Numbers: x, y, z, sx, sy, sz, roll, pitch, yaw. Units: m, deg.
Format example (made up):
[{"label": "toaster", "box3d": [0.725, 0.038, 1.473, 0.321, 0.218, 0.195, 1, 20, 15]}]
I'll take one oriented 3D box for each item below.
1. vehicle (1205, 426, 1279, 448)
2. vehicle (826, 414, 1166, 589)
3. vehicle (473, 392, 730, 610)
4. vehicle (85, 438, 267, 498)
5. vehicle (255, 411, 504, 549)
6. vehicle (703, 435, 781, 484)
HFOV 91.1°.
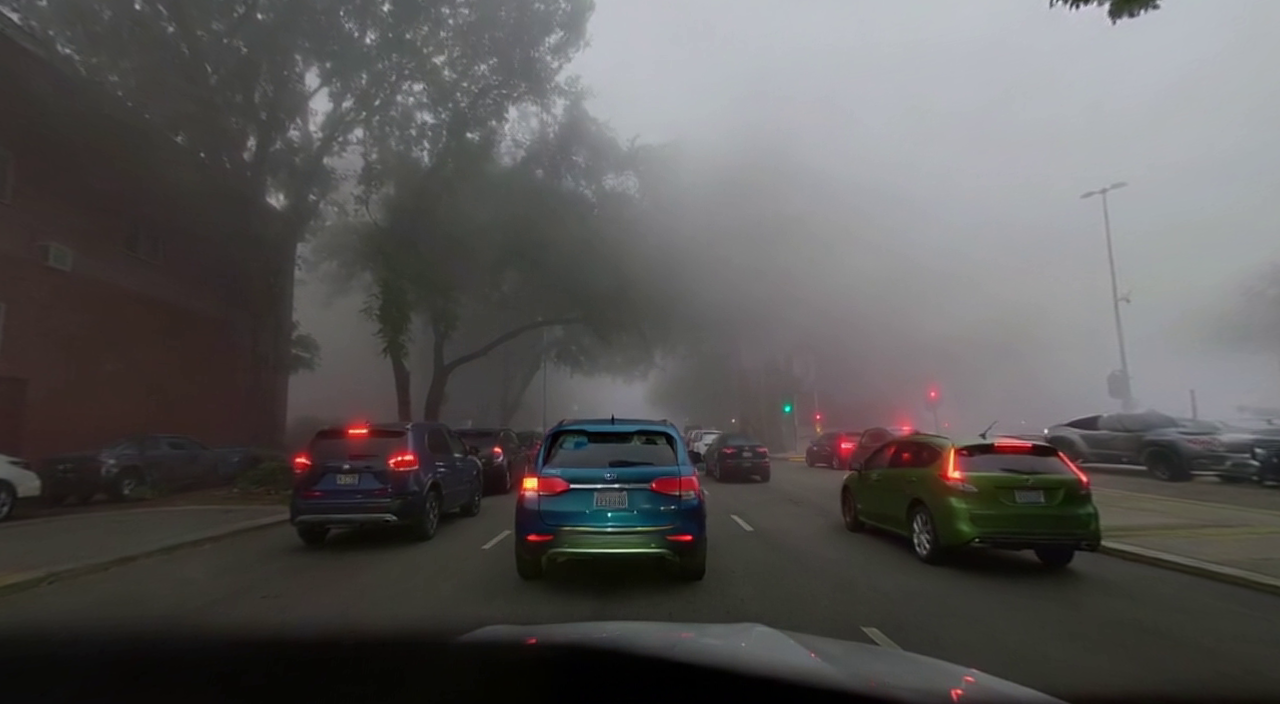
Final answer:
[{"label": "vehicle", "box3d": [44.645, 6.230, 45.820, 4.624, 1.515, 1.754, -4, -9, 24]}, {"label": "vehicle", "box3d": [3.775, 1.629, 7.629, 1.847, 1.554, 3.885, 0, -8, 0]}, {"label": "vehicle", "box3d": [-0.238, 1.471, 7.069, 2.022, 1.700, 4.084, 0, -8, 2]}, {"label": "vehicle", "box3d": [-15.240, 3.803, 21.149, 1.972, 1.759, 5.347, 0, -8, 1]}, {"label": "vehicle", "box3d": [-3.740, 1.917, 10.073, 2.012, 1.701, 4.316, 0, -8, 2]}, {"label": "vehicle", "box3d": [3.319, 3.563, 21.158, 1.948, 1.475, 4.093, 0, -8, 0]}]
